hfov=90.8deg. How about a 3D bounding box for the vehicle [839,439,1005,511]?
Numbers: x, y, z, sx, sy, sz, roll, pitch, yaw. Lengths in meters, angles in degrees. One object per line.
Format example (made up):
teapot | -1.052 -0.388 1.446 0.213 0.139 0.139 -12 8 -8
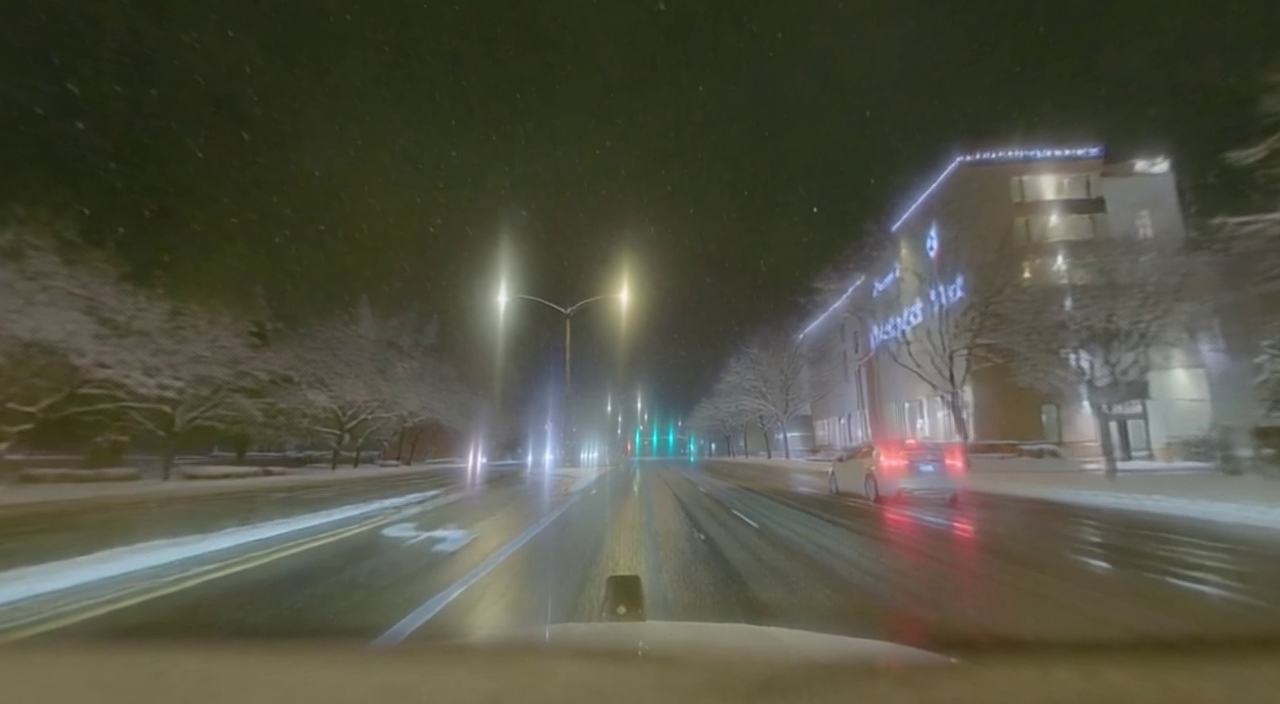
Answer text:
vehicle | 6.771 2.968 15.861 1.913 1.504 4.738 0 -8 -1
